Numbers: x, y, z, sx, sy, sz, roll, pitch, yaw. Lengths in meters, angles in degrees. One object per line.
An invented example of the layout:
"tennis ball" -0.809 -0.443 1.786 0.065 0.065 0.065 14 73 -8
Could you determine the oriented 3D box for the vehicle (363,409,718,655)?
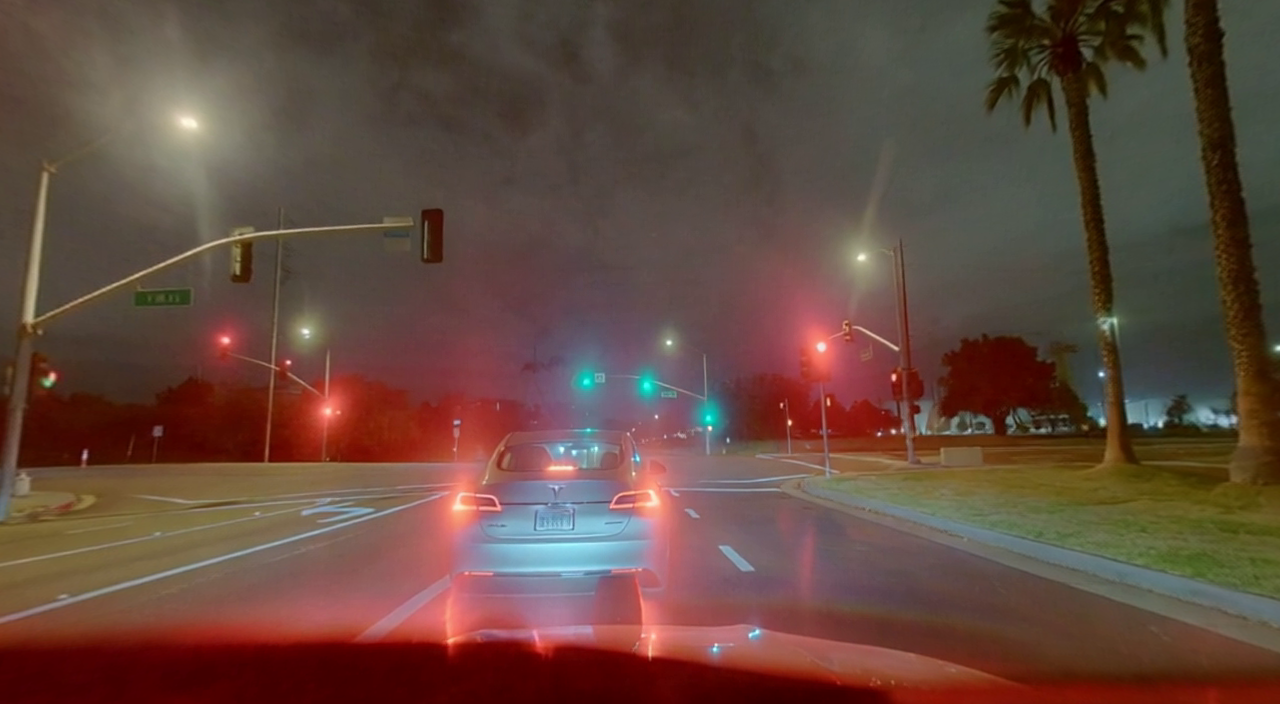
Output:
"vehicle" -0.625 1.412 6.039 2.152 1.478 4.229 0 -8 -1
